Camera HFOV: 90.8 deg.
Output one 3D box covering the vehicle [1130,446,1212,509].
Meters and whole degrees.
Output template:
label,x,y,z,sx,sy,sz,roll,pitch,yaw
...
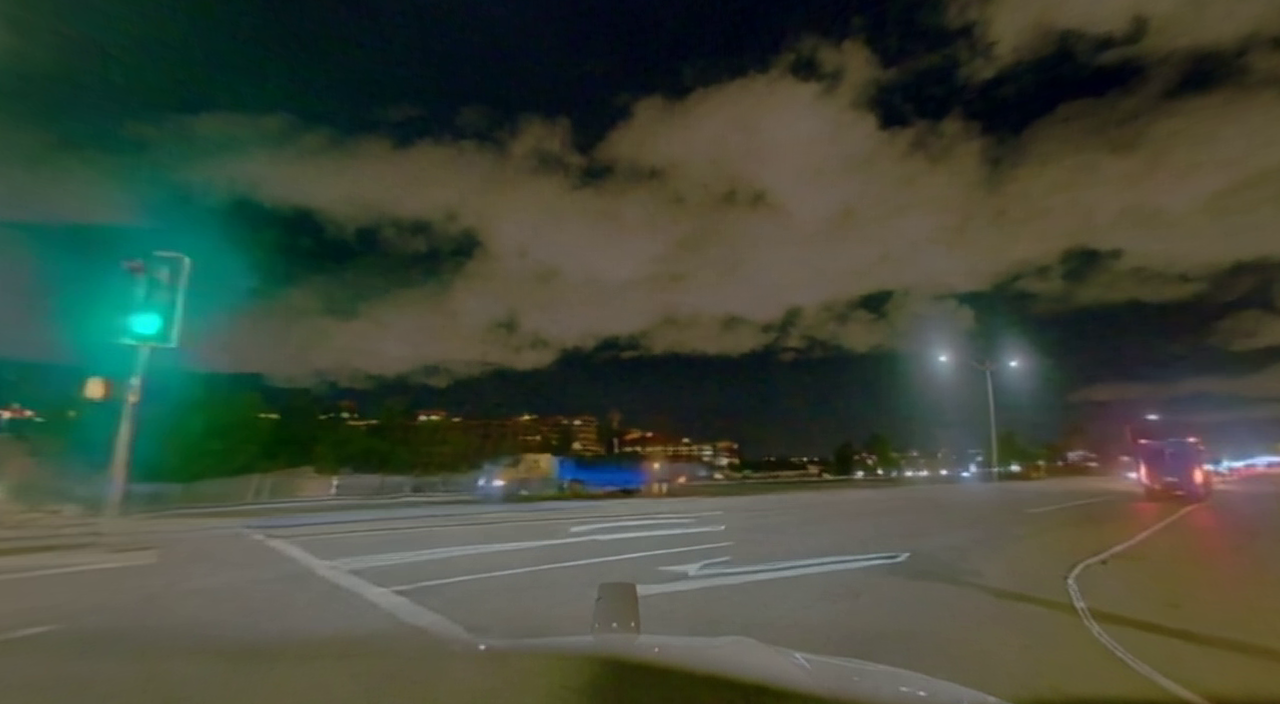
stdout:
label,x,y,z,sx,sy,sz,roll,pitch,yaw
vehicle,27.889,6.511,33.130,4.180,3.020,2.606,11,-14,-44
